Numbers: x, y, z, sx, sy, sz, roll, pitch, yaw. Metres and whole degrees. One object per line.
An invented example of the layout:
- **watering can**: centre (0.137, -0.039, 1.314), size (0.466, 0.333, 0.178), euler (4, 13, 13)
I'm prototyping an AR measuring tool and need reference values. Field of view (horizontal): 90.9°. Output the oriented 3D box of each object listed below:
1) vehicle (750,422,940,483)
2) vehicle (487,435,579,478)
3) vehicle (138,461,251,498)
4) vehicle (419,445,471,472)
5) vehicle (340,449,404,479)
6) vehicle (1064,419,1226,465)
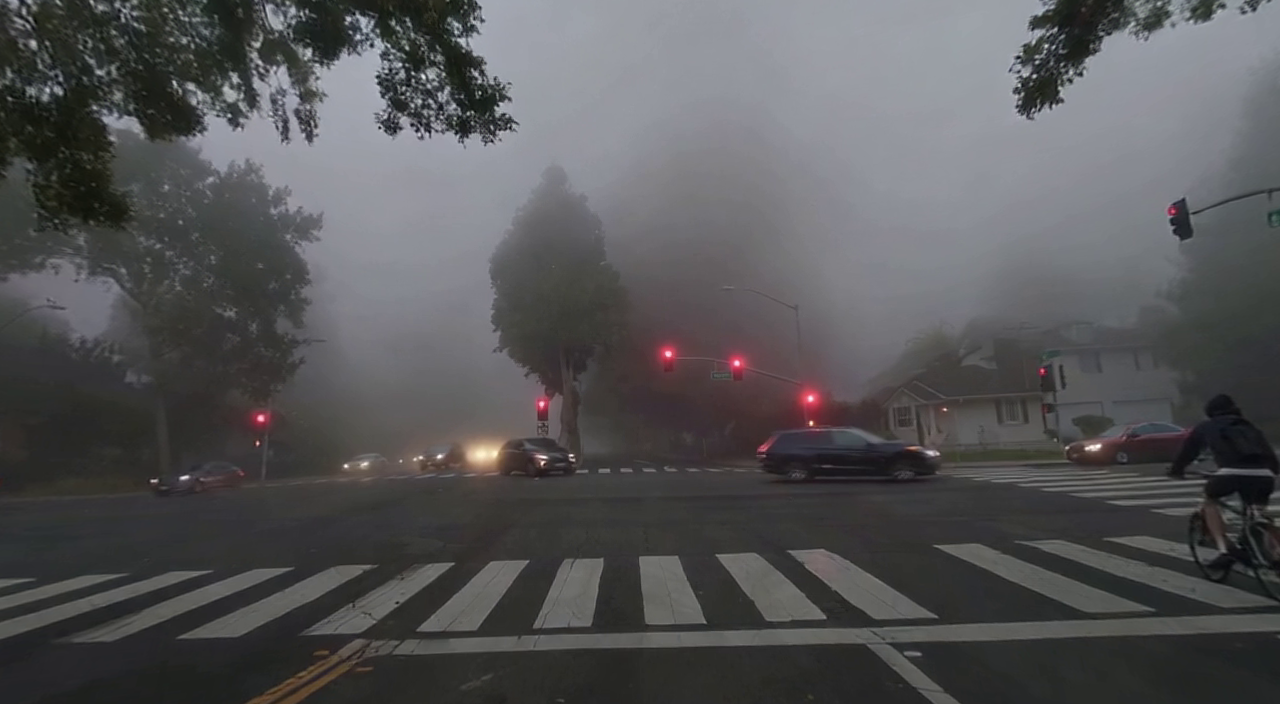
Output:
- **vehicle**: centre (6.177, 3.073, 19.374), size (5.217, 1.673, 2.006), euler (-3, -9, 18)
- **vehicle**: centre (-4.884, 4.622, 28.112), size (2.191, 1.731, 5.188), euler (5, -10, -32)
- **vehicle**: centre (-20.827, 5.961, 29.773), size (1.860, 1.473, 4.655), euler (0, -9, 1)
- **vehicle**: centre (-13.945, 7.618, 45.348), size (2.093, 1.769, 4.971), euler (0, -9, 0)
- **vehicle**: centre (-17.249, 7.201, 40.826), size (2.006, 1.735, 4.591), euler (0, -9, 1)
- **vehicle**: centre (17.318, 3.102, 21.763), size (3.969, 1.493, 1.823), euler (0, -9, 1)
